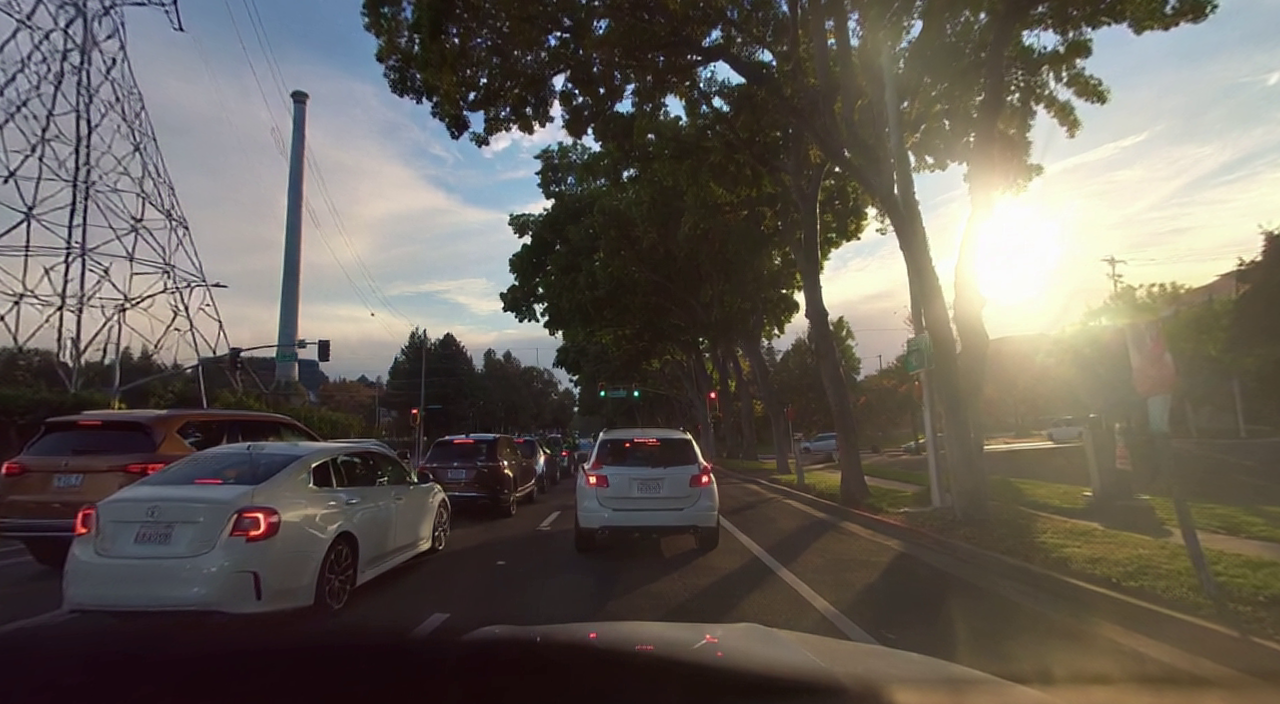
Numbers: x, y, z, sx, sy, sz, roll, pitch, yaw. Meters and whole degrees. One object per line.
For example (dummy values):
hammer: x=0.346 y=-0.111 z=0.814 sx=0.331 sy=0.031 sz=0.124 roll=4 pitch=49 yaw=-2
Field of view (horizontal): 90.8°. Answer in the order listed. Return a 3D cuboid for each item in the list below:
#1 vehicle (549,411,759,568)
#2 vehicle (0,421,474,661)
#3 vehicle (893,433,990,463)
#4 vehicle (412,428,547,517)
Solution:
vehicle: x=0.082 y=1.782 z=8.960 sx=2.239 sy=1.661 sz=4.224 roll=0 pitch=-8 yaw=-2
vehicle: x=-3.176 y=1.502 z=6.218 sx=1.973 sy=1.469 sz=4.448 roll=0 pitch=-8 yaw=-2
vehicle: x=15.087 y=4.812 z=31.716 sx=3.858 sy=1.437 sz=1.899 roll=0 pitch=-8 yaw=-4
vehicle: x=-3.257 y=2.525 z=13.687 sx=1.997 sy=1.636 sz=3.760 roll=0 pitch=-8 yaw=-1
